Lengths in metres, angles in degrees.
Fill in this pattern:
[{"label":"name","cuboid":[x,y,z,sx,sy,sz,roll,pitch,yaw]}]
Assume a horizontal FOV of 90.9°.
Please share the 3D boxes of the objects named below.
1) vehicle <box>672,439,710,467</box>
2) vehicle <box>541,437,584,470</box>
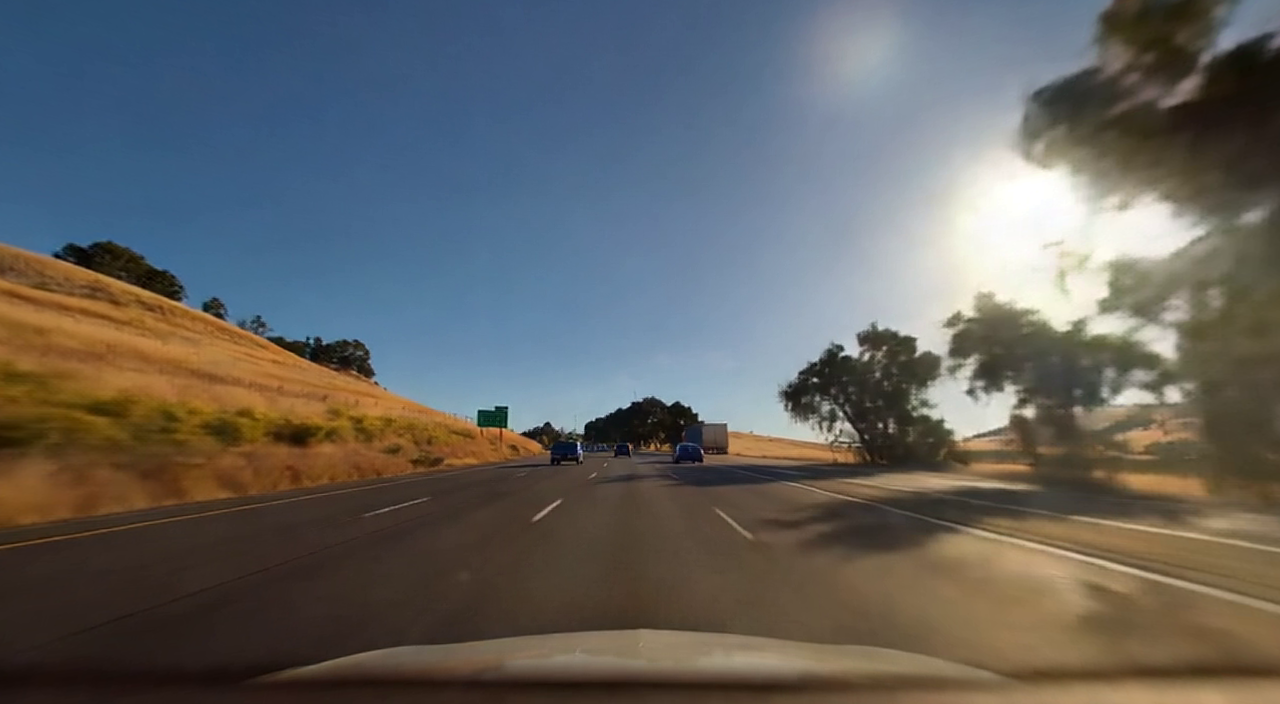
[{"label":"vehicle","cuboid":[3.341,6.713,42.113,1.995,1.712,4.206,0,-8,-2]},{"label":"vehicle","cuboid":[-4.711,6.226,38.879,2.120,1.855,4.619,0,-8,-1]}]
